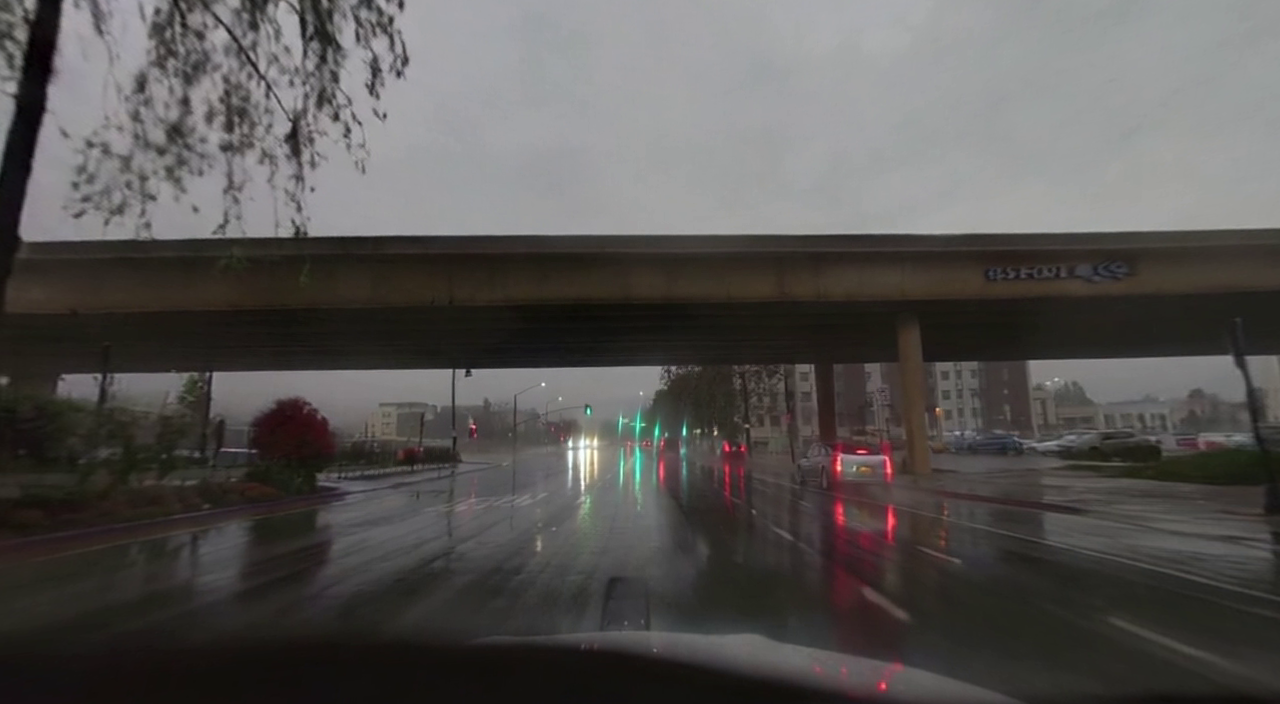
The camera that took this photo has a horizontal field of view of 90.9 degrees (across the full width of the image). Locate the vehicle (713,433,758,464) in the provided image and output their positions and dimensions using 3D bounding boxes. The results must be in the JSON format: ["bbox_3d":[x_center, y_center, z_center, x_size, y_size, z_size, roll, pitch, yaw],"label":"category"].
[{"bbox_3d":[6.403,6.550,42.871,2.154,1.915,4.908,0,-8,-1],"label":"vehicle"}]

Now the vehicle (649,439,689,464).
[{"bbox_3d":[1.783,6.308,39.935,2.280,1.475,4.051,0,-8,-1],"label":"vehicle"}]

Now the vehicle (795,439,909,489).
[{"bbox_3d":[6.756,3.602,20.691,2.035,1.435,4.481,0,-8,-2],"label":"vehicle"}]

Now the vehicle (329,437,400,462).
[{"bbox_3d":[-20.488,7.236,46.980,4.335,1.772,1.927,0,-8,-4],"label":"vehicle"}]
